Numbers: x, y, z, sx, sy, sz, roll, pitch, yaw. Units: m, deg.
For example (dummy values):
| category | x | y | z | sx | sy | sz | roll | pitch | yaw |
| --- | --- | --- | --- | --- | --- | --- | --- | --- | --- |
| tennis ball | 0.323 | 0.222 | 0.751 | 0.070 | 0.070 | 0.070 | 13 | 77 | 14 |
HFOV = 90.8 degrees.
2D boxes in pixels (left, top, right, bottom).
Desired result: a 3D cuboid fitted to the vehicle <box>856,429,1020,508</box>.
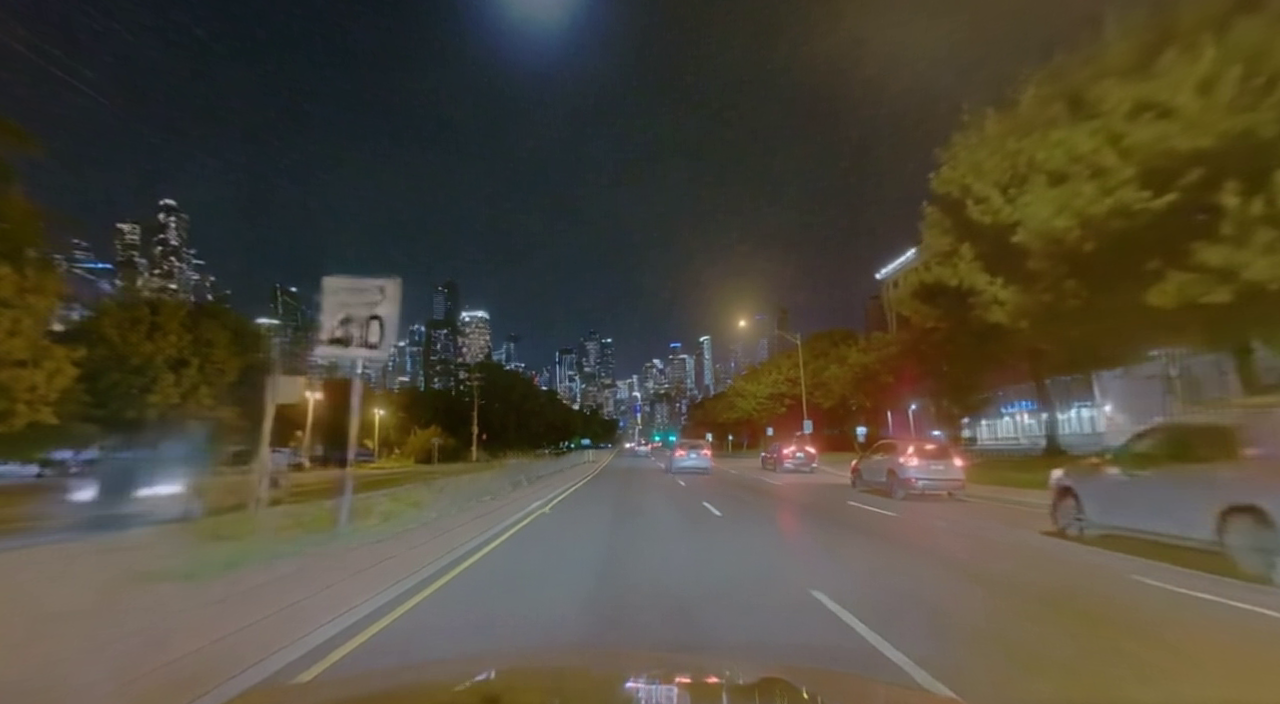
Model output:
| category | x | y | z | sx | sy | sz | roll | pitch | yaw |
| --- | --- | --- | --- | --- | --- | --- | --- | --- | --- |
| vehicle | 7.253 | 2.866 | 15.955 | 2.025 | 1.719 | 4.161 | 0 | -8 | -1 |

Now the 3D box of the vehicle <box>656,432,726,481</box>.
| category | x | y | z | sx | sy | sz | roll | pitch | yaw |
| --- | --- | --- | --- | --- | --- | --- | --- | --- | --- |
| vehicle | 1.931 | 4.180 | 25.502 | 2.227 | 1.794 | 4.457 | 0 | -8 | -3 |

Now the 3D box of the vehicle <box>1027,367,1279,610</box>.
| category | x | y | z | sx | sy | sz | roll | pitch | yaw |
| --- | --- | --- | --- | --- | --- | --- | --- | --- | --- |
| vehicle | 6.772 | 1.403 | 6.831 | 2.382 | 2.108 | 4.182 | 1 | -9 | -2 |

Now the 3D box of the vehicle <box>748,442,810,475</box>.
| category | x | y | z | sx | sy | sz | roll | pitch | yaw |
| --- | --- | --- | --- | --- | --- | --- | --- | --- | --- |
| vehicle | 6.905 | 5.318 | 31.853 | 2.029 | 1.548 | 4.422 | 0 | -8 | -1 |

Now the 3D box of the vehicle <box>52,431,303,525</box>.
| category | x | y | z | sx | sy | sz | roll | pitch | yaw |
| --- | --- | --- | --- | --- | --- | --- | --- | --- | --- |
| vehicle | -9.696 | 2.646 | 13.877 | 1.999 | 1.711 | 4.541 | 0 | -8 | 1 |

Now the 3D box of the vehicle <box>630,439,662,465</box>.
| category | x | y | z | sx | sy | sz | roll | pitch | yaw |
| --- | --- | --- | --- | --- | --- | --- | --- | --- | --- |
| vehicle | 0.429 | 6.976 | 44.065 | 2.132 | 1.693 | 3.819 | 0 | -8 | 1 |
